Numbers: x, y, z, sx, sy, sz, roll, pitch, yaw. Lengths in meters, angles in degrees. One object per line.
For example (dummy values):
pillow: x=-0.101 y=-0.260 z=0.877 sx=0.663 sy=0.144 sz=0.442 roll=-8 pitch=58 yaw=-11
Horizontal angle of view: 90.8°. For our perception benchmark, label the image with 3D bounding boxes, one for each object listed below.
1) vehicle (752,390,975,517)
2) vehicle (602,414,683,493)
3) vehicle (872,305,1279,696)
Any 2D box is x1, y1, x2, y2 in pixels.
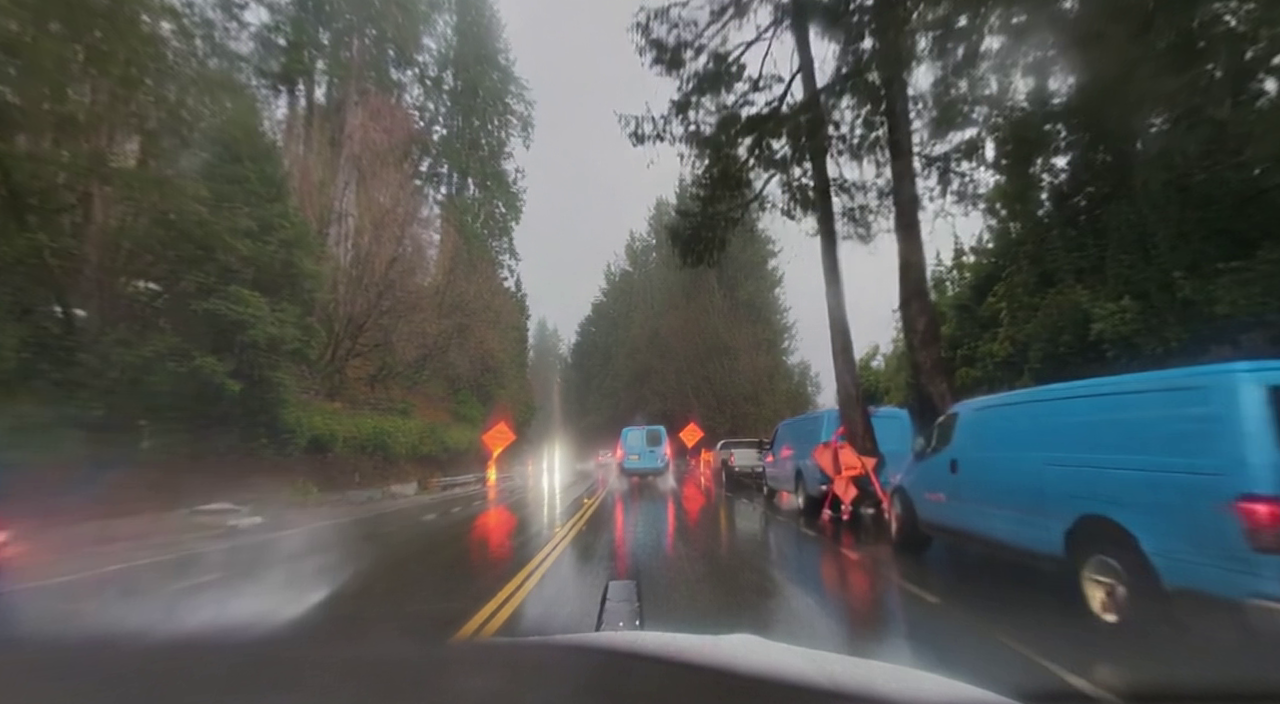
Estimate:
vehicle: x=4.415 y=2.231 z=14.207 sx=2.613 sy=2.153 sz=6.713 roll=0 pitch=-8 yaw=0
vehicle: x=0.076 y=3.316 z=20.853 sx=2.362 sy=2.247 sz=4.892 roll=0 pitch=-8 yaw=0
vehicle: x=4.376 y=1.144 z=5.790 sx=2.202 sy=1.980 sz=5.978 roll=0 pitch=-8 yaw=0
